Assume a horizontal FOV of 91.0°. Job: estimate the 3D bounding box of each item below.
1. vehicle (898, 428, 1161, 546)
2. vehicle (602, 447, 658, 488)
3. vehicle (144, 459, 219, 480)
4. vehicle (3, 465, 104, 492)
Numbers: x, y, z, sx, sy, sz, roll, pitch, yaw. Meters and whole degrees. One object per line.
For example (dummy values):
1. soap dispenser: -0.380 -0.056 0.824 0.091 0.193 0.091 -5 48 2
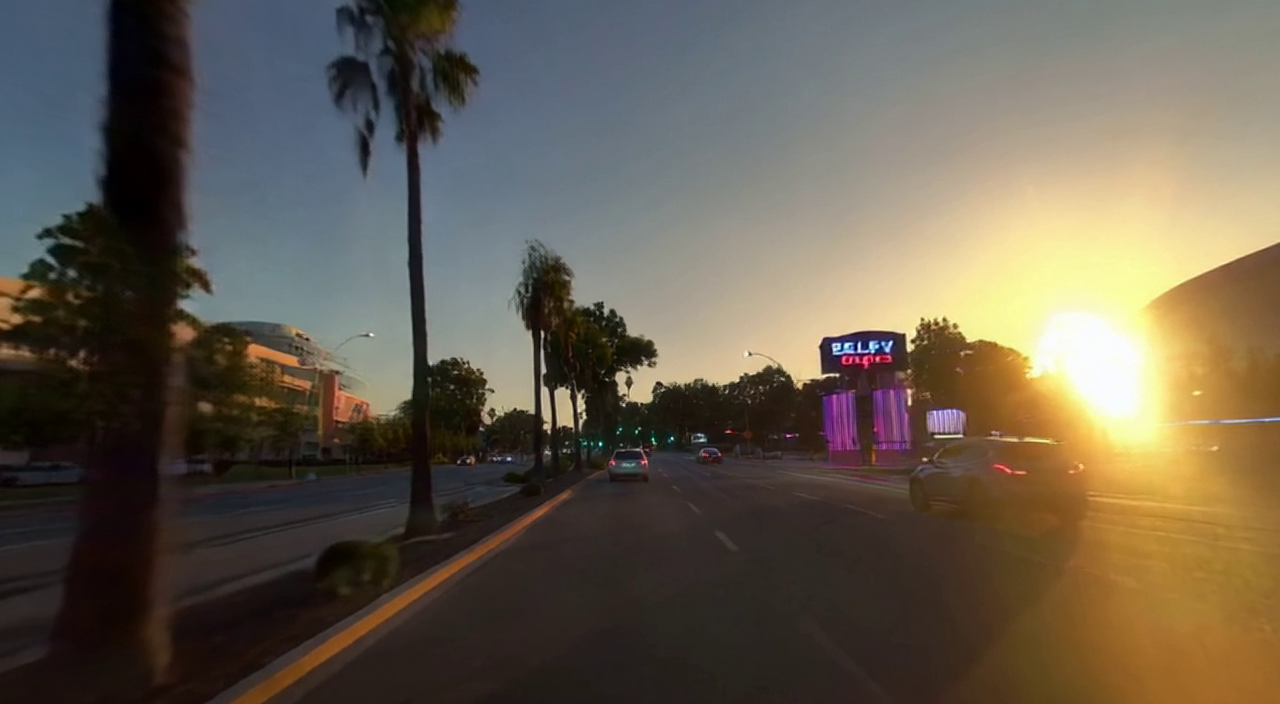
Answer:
1. vehicle: 6.313 2.196 10.887 1.949 1.647 3.894 0 -8 -2
2. vehicle: -0.366 4.356 24.115 1.970 1.402 3.756 0 -8 0
3. vehicle: -33.561 8.577 46.120 3.986 1.432 1.885 0 -8 0
4. vehicle: -33.819 7.299 36.357 4.047 1.400 1.866 0 -8 3
